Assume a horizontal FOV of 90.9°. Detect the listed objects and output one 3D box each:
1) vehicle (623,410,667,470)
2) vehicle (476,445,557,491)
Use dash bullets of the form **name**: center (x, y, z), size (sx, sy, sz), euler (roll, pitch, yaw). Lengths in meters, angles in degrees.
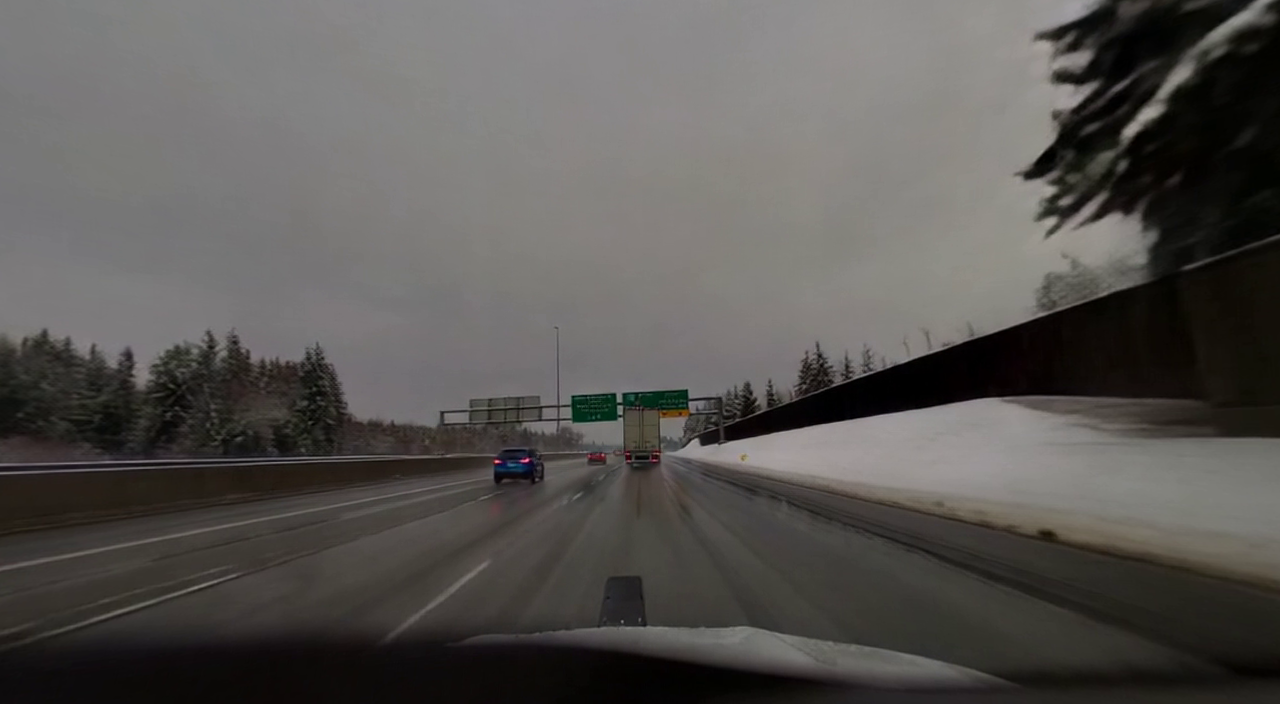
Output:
- **vehicle**: center (0.418, 6.713, 47.799), size (2.980, 4.051, 10.359), euler (0, -9, 1)
- **vehicle**: center (-4.407, 4.192, 23.219), size (1.977, 1.478, 4.702), euler (0, -9, 0)
